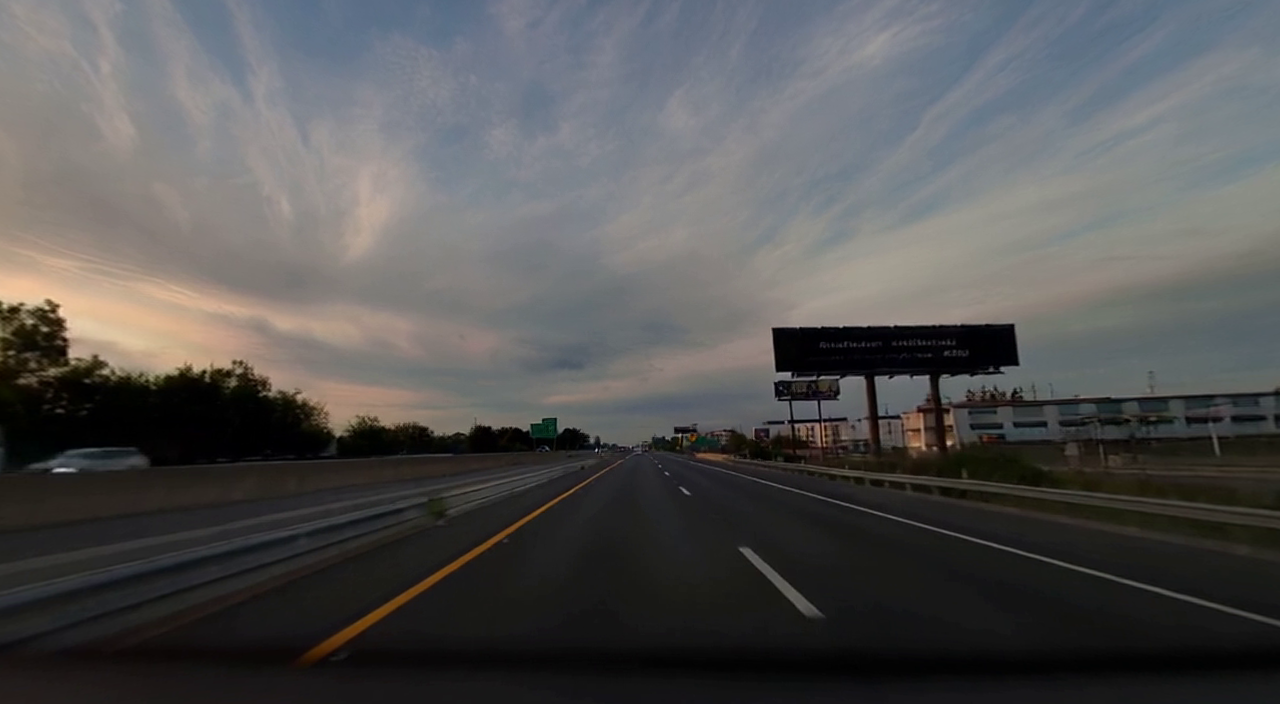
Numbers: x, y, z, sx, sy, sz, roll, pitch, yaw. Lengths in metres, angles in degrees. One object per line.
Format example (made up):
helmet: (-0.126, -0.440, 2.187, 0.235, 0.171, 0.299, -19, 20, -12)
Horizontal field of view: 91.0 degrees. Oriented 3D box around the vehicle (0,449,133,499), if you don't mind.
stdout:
vehicle: (-21.515, 4.436, 23.286, 1.882, 1.601, 4.242, -1, -9, 1)
